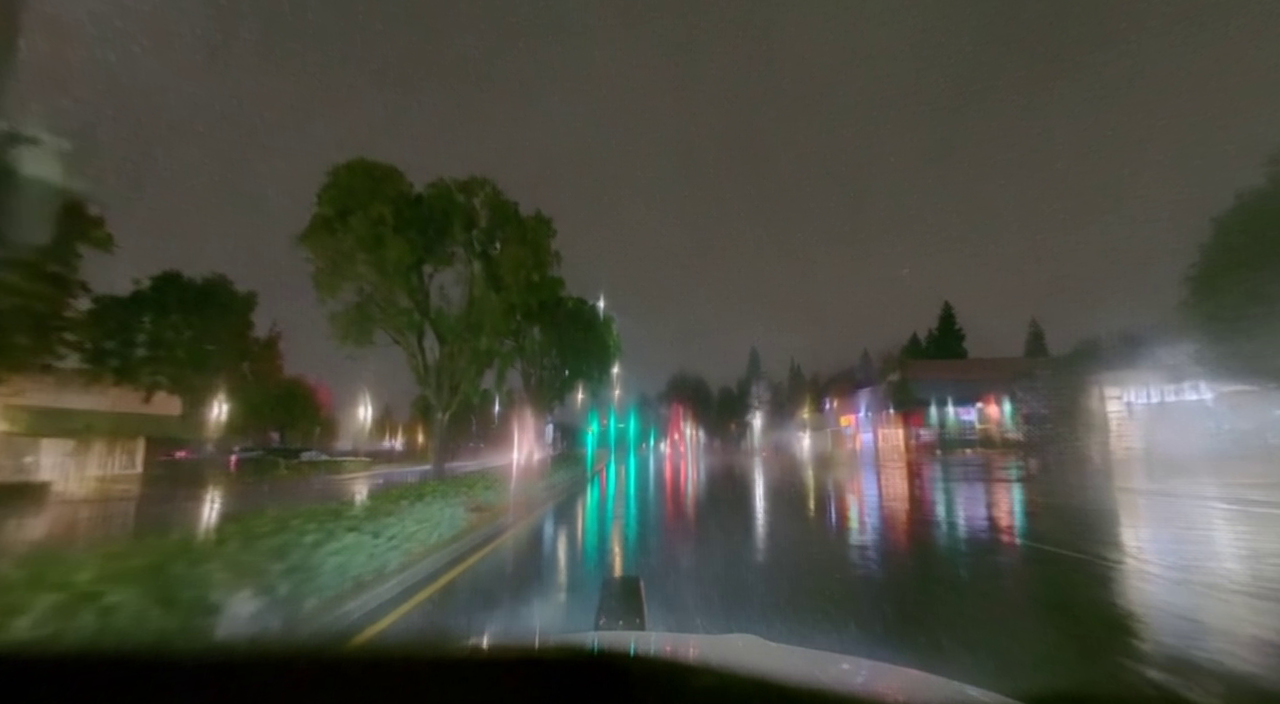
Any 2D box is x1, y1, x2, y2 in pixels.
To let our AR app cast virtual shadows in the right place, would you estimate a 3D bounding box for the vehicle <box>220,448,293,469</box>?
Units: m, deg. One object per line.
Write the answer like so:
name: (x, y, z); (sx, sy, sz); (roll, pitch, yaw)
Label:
vehicle: (-28.549, 7.926, 47.118); (4.140, 1.446, 1.888); (-1, -8, -1)
